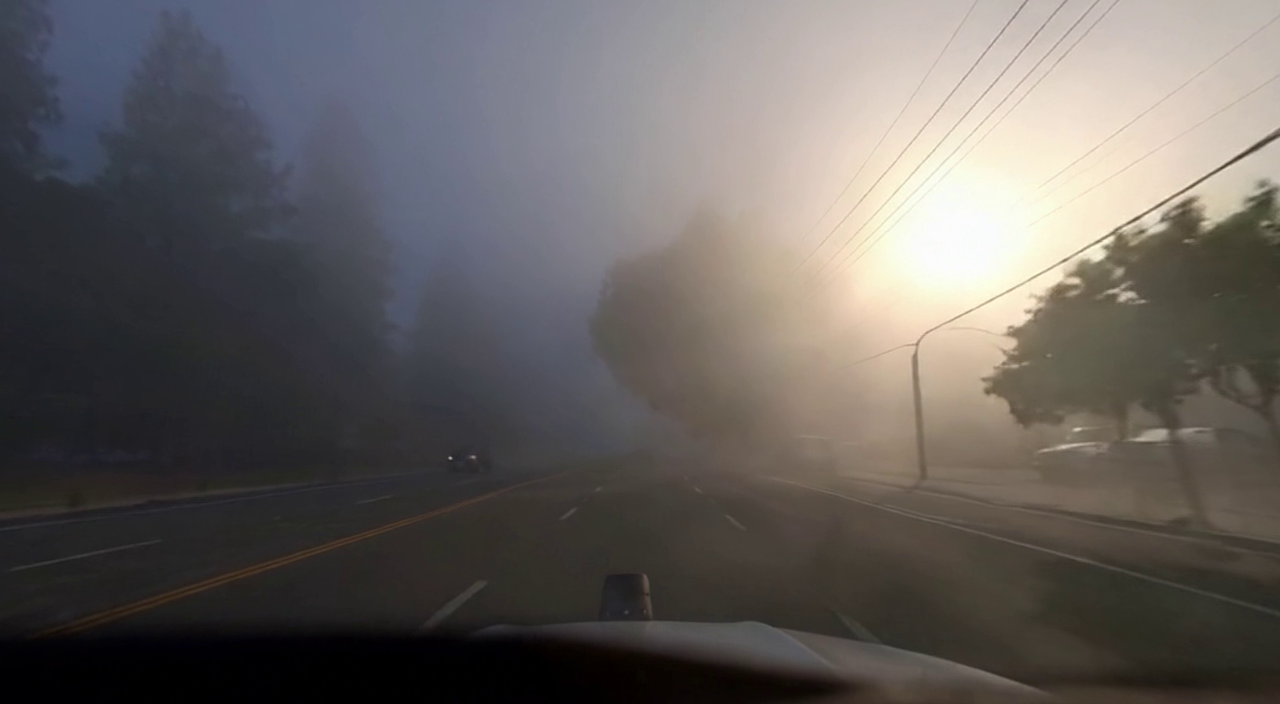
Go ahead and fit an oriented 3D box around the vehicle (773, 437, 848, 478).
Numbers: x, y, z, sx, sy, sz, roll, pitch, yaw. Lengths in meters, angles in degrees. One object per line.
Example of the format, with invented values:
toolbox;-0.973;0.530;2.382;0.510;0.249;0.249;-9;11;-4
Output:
vehicle;8.009;5.001;30.139;2.200;1.783;4.682;1;-8;-1

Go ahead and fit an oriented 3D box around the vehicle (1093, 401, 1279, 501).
vehicle;14.422;2.167;14.492;5.886;2.000;2.372;-4;-8;5

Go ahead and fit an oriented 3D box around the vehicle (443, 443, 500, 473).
vehicle;-10.603;6.686;40.110;2.077;1.776;4.757;0;-8;3
